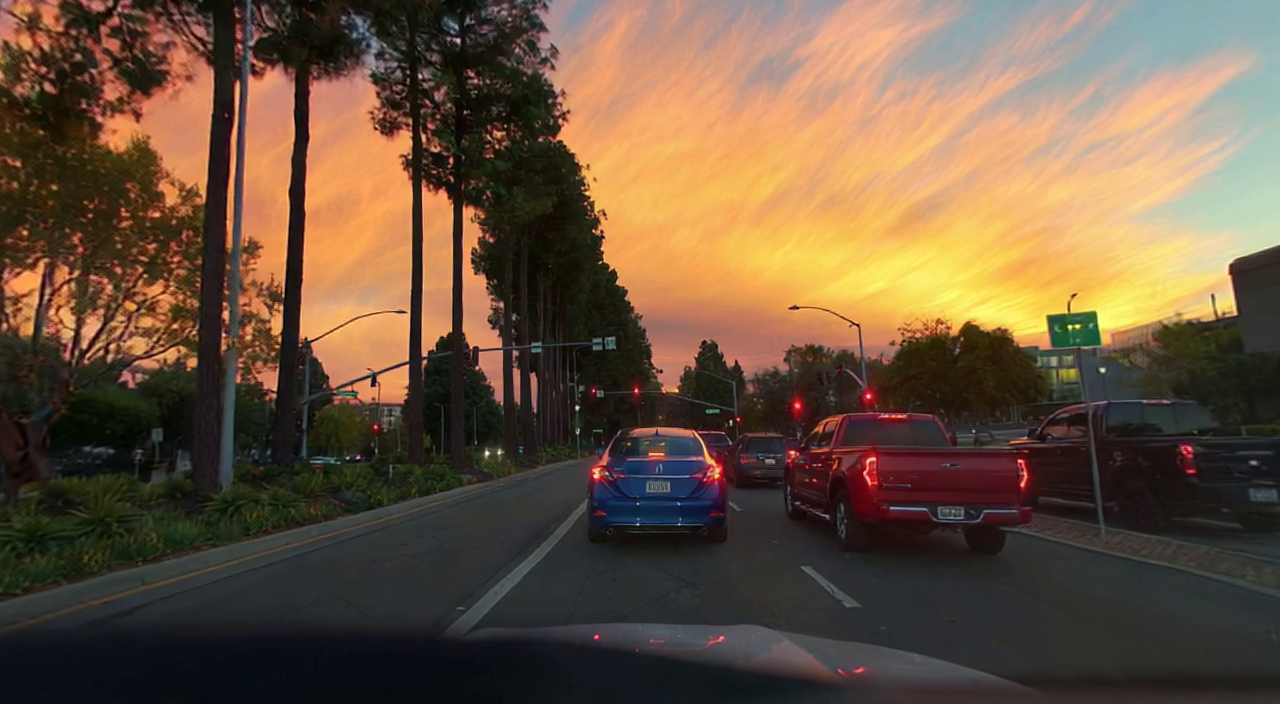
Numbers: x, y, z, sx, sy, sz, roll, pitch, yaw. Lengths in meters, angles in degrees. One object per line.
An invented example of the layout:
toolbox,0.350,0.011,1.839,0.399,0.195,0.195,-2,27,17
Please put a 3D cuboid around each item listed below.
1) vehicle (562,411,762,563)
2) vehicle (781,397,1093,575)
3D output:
vehicle,0.245,1.774,8.967,2.168,1.641,4.039,0,-8,0
vehicle,3.387,1.630,8.370,2.099,1.725,4.290,0,-8,1
